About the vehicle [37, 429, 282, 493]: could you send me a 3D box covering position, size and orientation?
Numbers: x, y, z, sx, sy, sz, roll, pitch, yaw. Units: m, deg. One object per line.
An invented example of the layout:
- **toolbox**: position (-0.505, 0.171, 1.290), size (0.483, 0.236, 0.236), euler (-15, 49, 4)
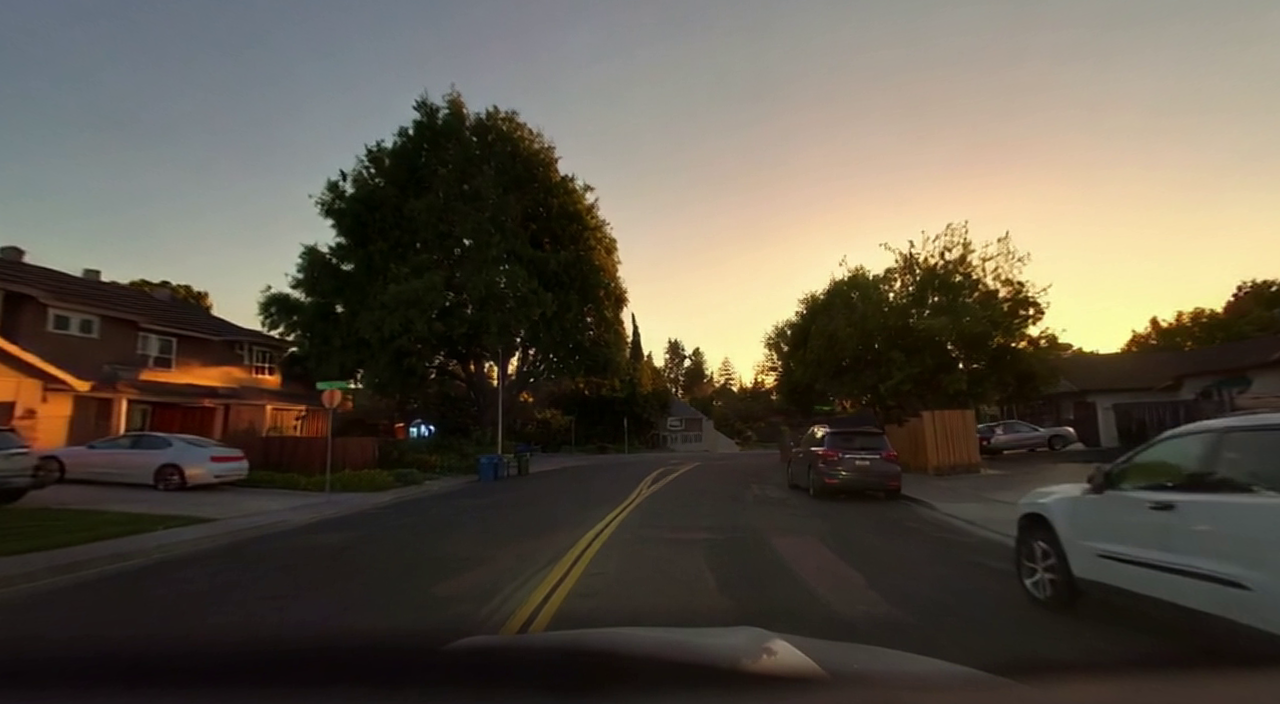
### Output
- **vehicle**: position (-11.585, 2.647, 15.451), size (4.455, 1.419, 2.017), euler (-1, -9, 5)

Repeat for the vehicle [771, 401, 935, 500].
- **vehicle**: position (5.247, 2.603, 16.840), size (2.735, 2.117, 6.103), euler (-1, -9, 5)

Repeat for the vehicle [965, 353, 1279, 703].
- **vehicle**: position (4.186, 1.035, 3.849), size (2.194, 1.786, 4.704), euler (-1, -9, 5)
